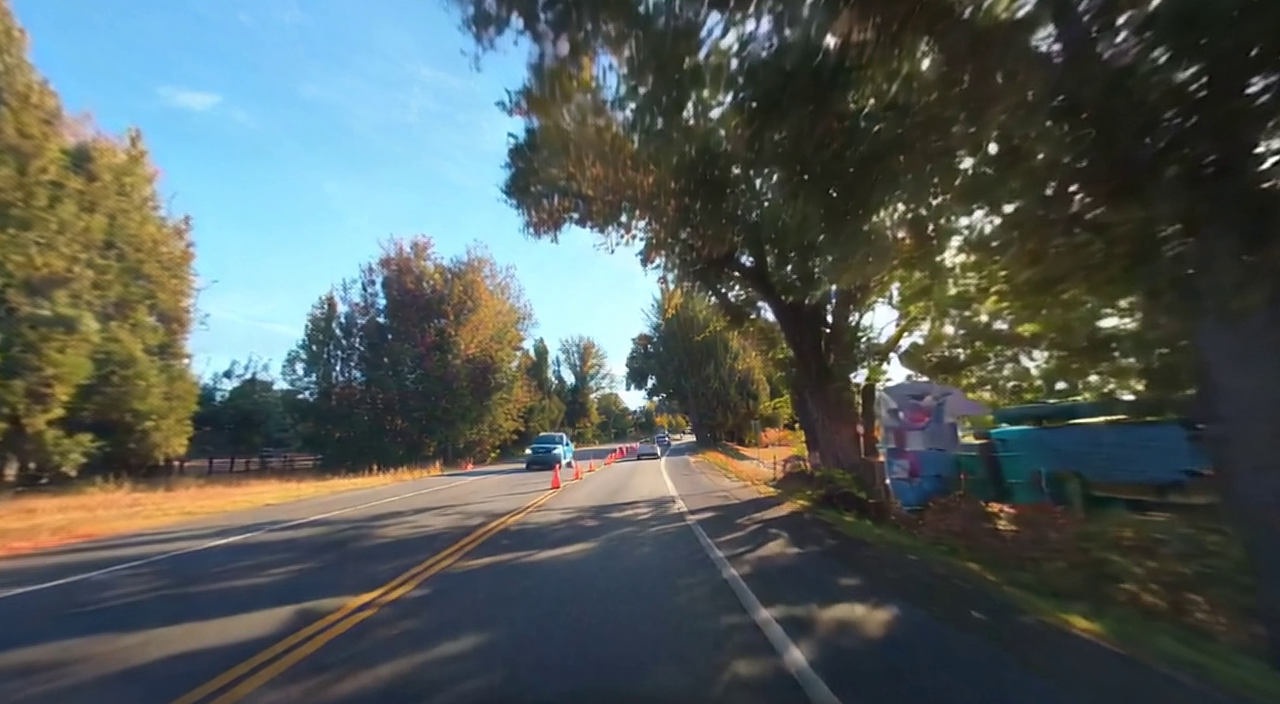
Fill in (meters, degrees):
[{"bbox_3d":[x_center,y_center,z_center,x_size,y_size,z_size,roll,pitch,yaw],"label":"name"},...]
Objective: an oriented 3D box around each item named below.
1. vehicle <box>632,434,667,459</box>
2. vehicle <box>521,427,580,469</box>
[{"bbox_3d":[0.640,6.108,40.524,2.042,1.489,3.963,-1,-9,3],"label":"vehicle"},{"bbox_3d":[-4.343,4.760,31.253,2.079,1.880,4.493,-1,-9,2],"label":"vehicle"}]
